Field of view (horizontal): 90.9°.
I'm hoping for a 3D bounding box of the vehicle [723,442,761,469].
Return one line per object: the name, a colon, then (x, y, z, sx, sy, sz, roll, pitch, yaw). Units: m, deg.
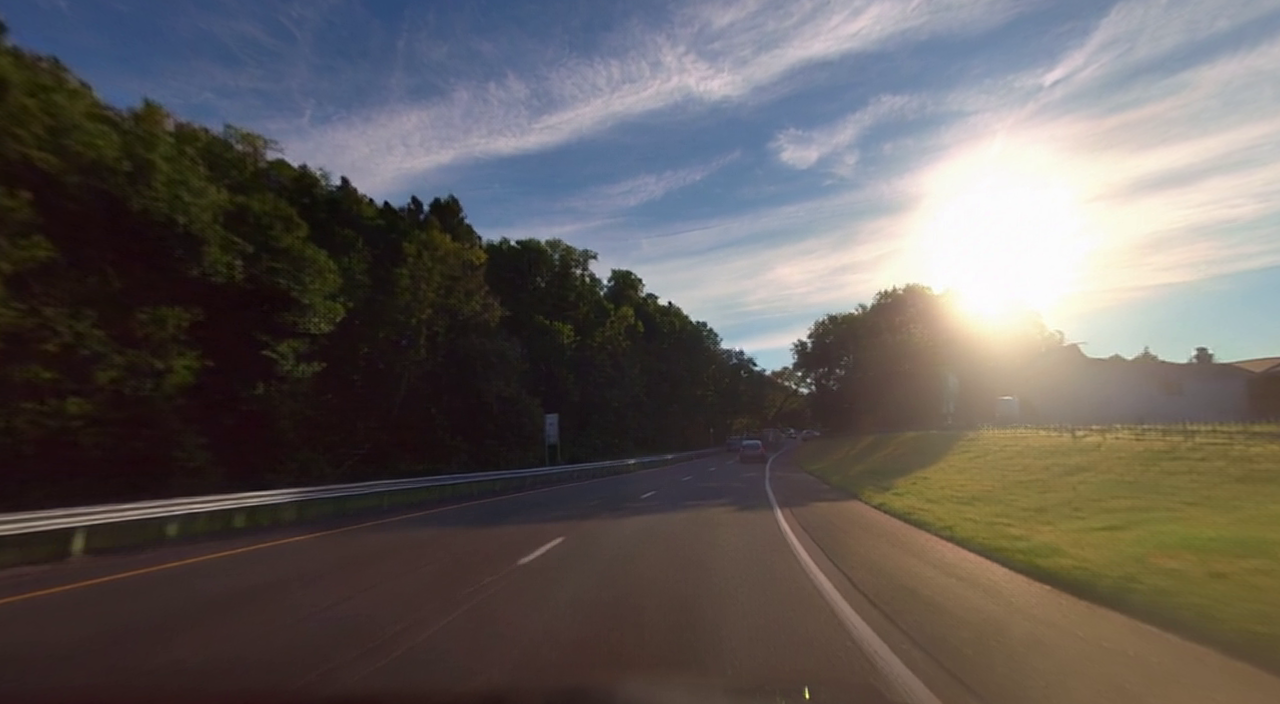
vehicle: (6.945, 6.954, 42.526, 2.221, 1.674, 4.325, -2, -9, 12)
